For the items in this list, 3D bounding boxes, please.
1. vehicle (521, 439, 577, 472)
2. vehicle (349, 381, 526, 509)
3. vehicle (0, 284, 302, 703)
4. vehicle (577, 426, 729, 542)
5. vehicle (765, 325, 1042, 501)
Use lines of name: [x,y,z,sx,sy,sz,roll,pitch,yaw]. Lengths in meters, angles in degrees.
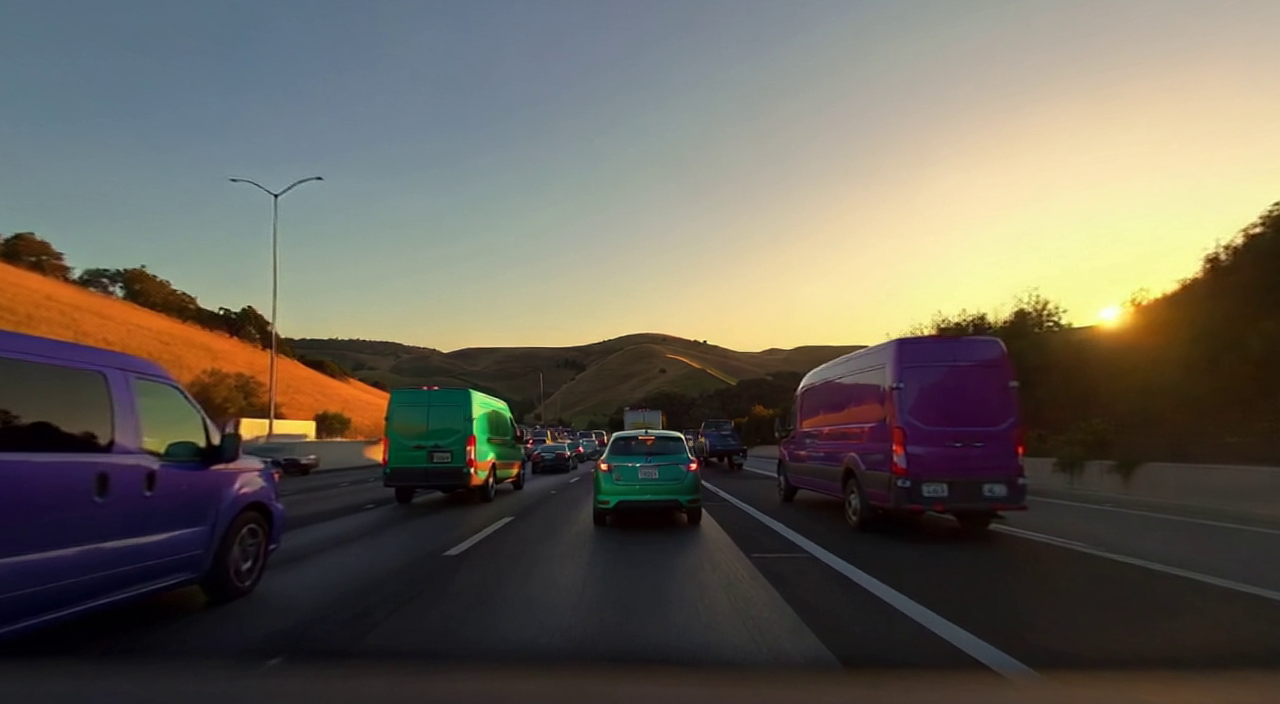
vehicle: [-4.295,4.965,30.470,2.007,1.457,4.447,-1,-8,1]
vehicle: [-4.546,2.264,15.441,2.300,2.522,5.701,-1,-8,1]
vehicle: [-4.249,0.709,3.013,2.195,2.086,5.445,0,-8,0]
vehicle: [0.132,2.040,10.374,2.003,1.499,3.930,0,-8,-1]
vehicle: [6.914,2.124,19.537,2.977,3.878,11.111,0,-8,-5]
